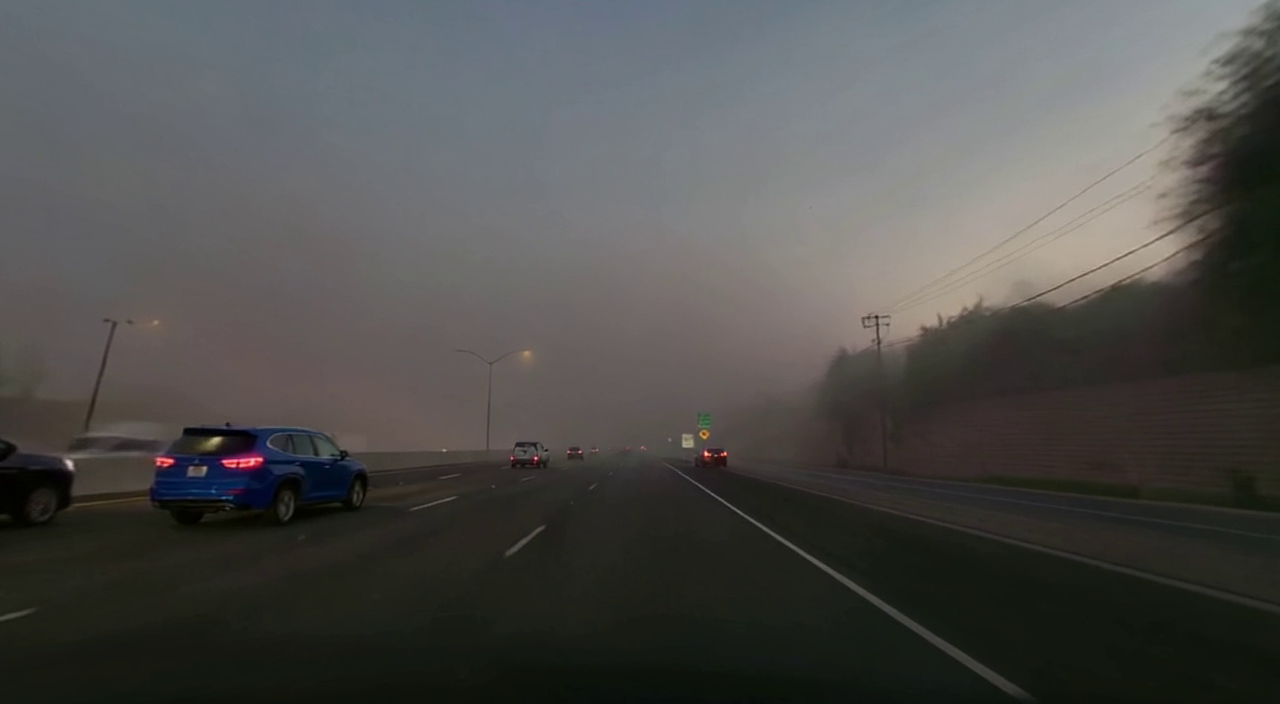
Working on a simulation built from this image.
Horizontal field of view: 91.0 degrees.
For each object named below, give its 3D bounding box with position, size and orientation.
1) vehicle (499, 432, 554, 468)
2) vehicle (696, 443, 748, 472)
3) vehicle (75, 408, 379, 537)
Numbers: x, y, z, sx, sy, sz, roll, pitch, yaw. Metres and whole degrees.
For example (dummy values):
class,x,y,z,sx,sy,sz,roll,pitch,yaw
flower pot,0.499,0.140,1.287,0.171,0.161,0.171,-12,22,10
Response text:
class,x,y,z,sx,sy,sz,roll,pitch,yaw
vehicle,-6.486,5.707,36.661,2.255,1.934,4.868,0,-9,0
vehicle,4.552,5.943,35.714,2.251,1.520,4.550,1,-9,-1
vehicle,-6.502,1.957,10.786,2.058,1.698,4.567,0,-9,0
